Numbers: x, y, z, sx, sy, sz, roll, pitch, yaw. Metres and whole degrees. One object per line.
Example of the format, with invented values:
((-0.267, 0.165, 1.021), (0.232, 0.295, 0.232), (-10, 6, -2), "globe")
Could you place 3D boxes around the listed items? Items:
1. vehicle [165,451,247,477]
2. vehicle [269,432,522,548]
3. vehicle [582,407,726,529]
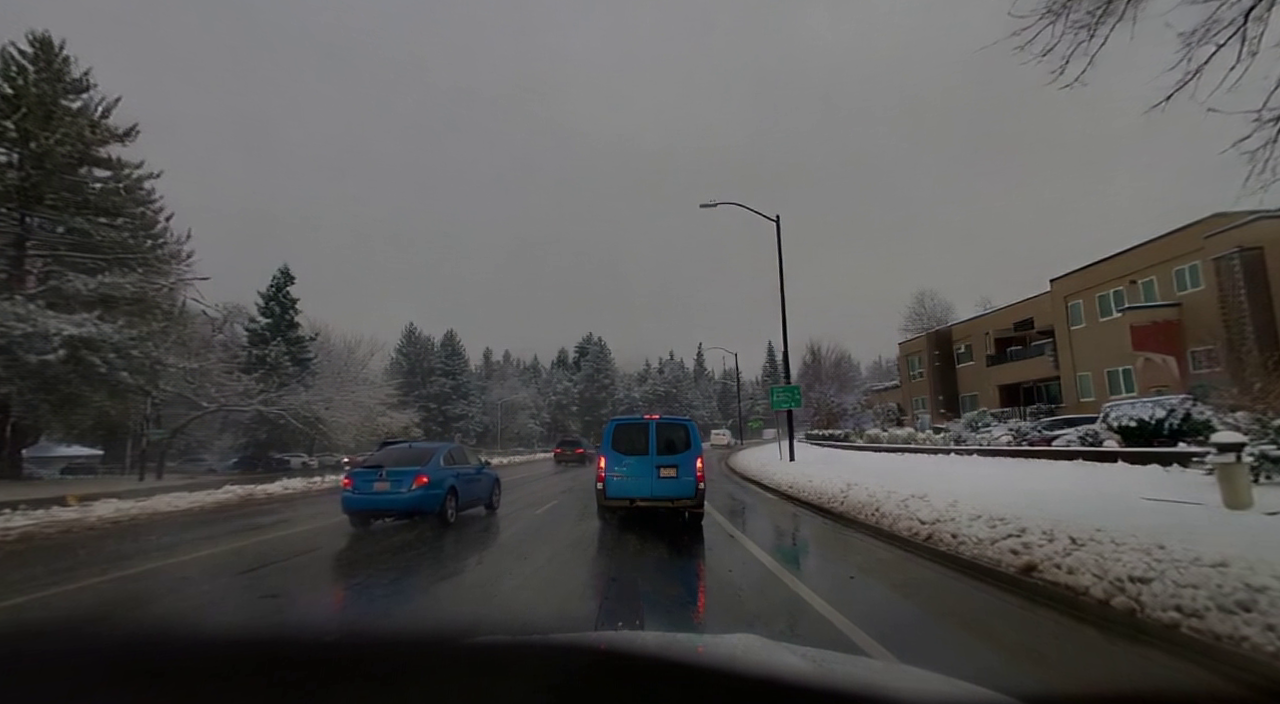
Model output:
((-32.789, 8.455, 47.951), (1.977, 1.788, 4.978), (-2, -9, 13), "vehicle")
((-3.592, 2.122, 10.525), (1.991, 1.459, 4.813), (-1, -9, 4), "vehicle")
((0.289, 2.065, 11.696), (2.173, 1.830, 4.189), (0, -9, 2), "vehicle")
